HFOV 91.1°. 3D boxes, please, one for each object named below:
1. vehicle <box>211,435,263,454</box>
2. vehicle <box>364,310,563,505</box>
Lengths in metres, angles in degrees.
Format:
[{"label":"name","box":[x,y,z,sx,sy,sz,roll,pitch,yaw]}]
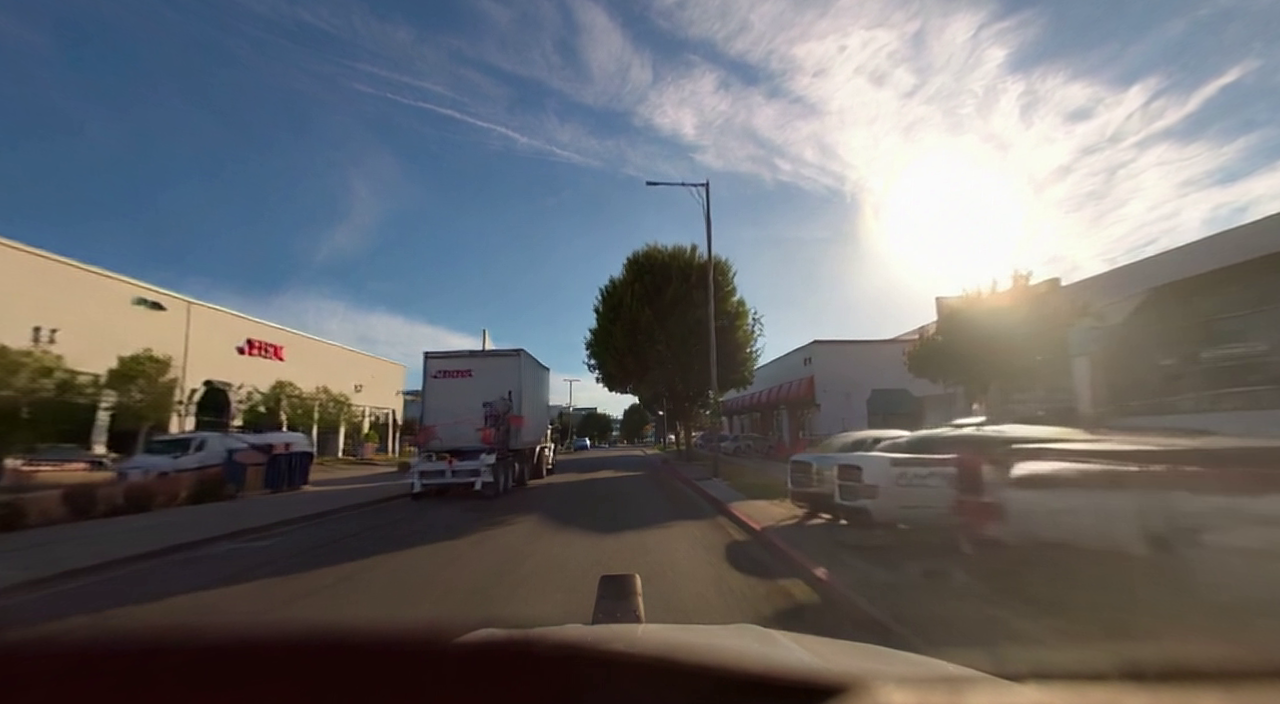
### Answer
[{"label":"vehicle","box":[-30.907,7.102,48.294,1.617,1.432,3.486,-1,-8,1]},{"label":"vehicle","box":[-5.188,2.261,22.883,2.976,4.754,15.127,0,-7,0]}]
